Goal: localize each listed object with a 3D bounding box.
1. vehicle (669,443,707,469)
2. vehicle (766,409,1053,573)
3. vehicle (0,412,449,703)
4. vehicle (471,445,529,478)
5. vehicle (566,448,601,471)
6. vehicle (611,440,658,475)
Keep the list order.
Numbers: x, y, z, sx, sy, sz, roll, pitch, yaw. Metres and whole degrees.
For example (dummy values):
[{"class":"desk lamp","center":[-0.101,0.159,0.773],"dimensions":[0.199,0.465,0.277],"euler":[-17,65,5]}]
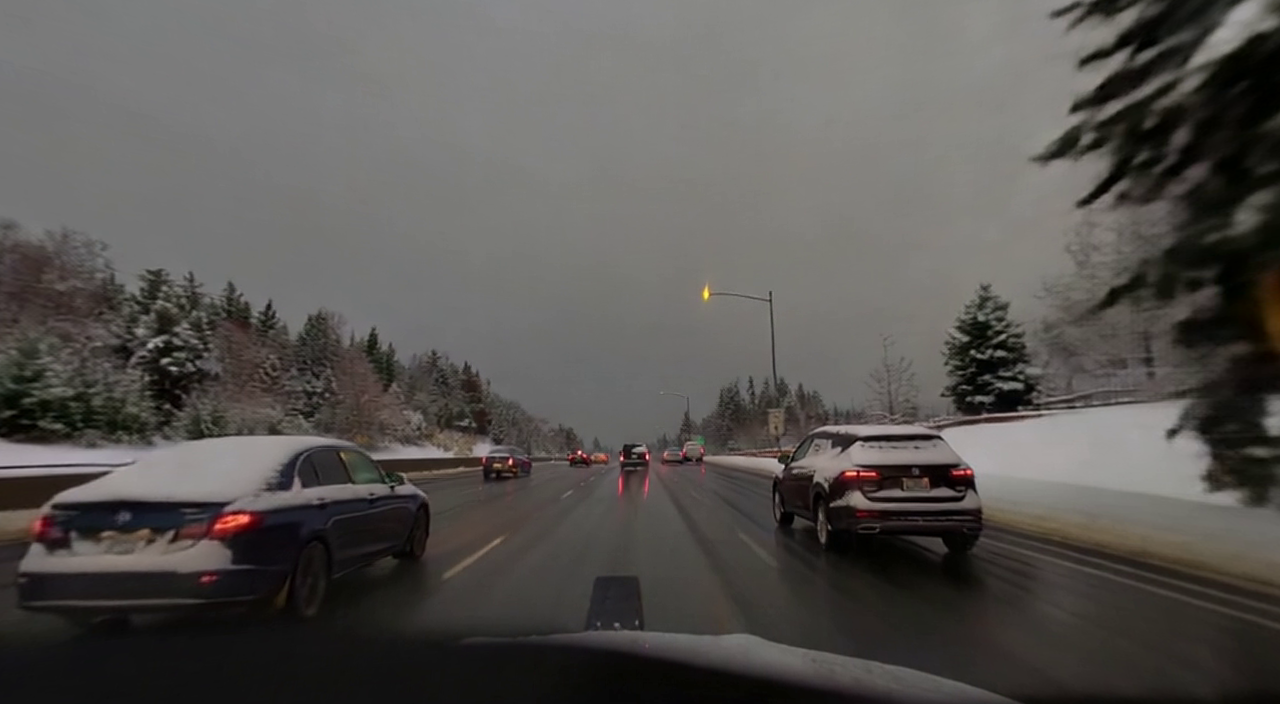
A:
[{"class":"vehicle","center":[3.302,7.275,44.546],"dimensions":[2.320,1.735,4.408],"euler":[0,-8,0]},{"class":"vehicle","center":[3.330,1.807,9.058],"dimensions":[2.029,1.716,4.545],"euler":[0,-8,-1]},{"class":"vehicle","center":[-3.454,1.395,5.386],"dimensions":[2.130,1.514,4.766],"euler":[0,-8,0]},{"class":"vehicle","center":[-7.014,5.523,32.117],"dimensions":[1.980,1.519,4.147],"euler":[0,-8,1]},{"class":"vehicle","center":[-3.781,7.299,43.232],"dimensions":[1.968,1.473,4.209],"euler":[0,-8,1]},{"class":"vehicle","center":[-0.317,5.787,34.970],"dimensions":[2.408,1.748,4.217],"euler":[0,-8,-1]}]
